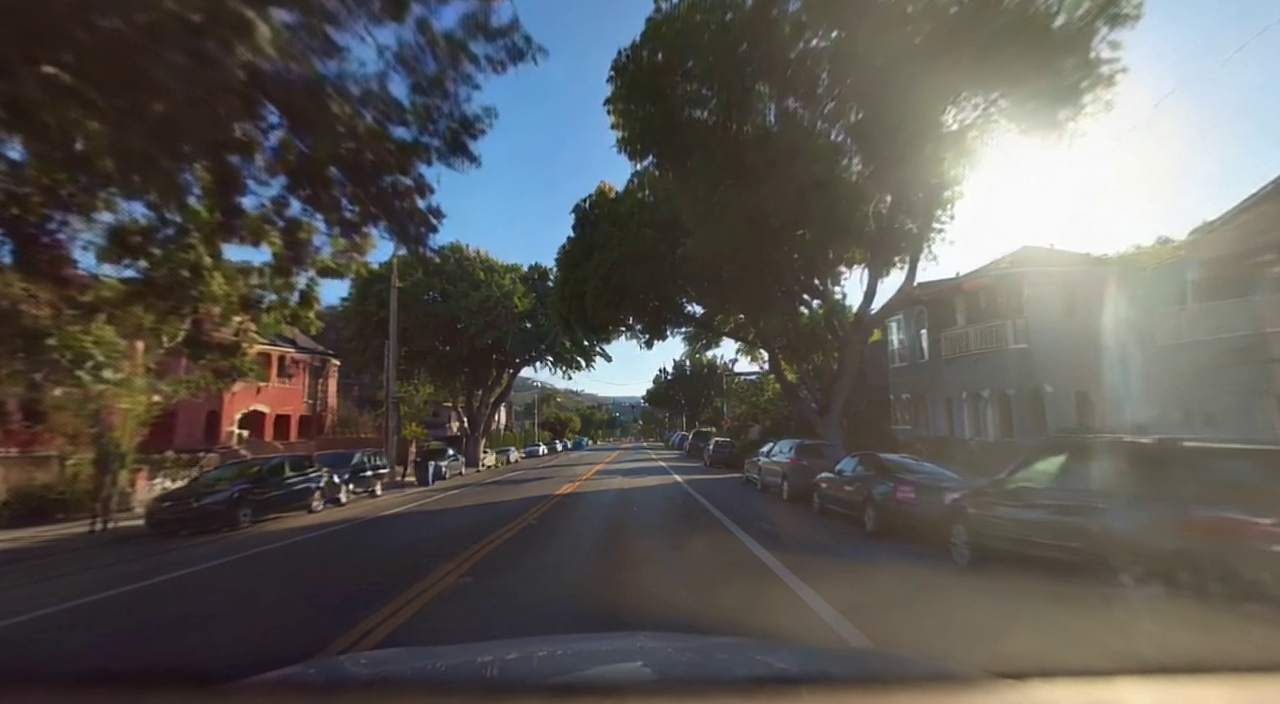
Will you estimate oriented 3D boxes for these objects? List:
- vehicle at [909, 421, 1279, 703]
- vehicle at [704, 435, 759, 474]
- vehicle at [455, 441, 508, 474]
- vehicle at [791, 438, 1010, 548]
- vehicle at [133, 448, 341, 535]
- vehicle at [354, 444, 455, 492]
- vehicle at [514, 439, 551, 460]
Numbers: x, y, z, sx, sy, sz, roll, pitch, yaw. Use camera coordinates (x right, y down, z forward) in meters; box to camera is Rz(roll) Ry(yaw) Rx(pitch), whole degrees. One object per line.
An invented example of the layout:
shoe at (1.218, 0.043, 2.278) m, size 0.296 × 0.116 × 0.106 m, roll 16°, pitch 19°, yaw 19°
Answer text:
vehicle at (4.178, 1.465, 5.533) m, size 1.845 × 1.556 × 3.929 m, roll 0°, pitch -9°, yaw -1°
vehicle at (4.185, 4.771, 29.579) m, size 1.889 × 1.703 × 4.253 m, roll 0°, pitch -9°, yaw -1°
vehicle at (-8.233, 5.483, 33.068) m, size 1.883 × 1.565 × 3.655 m, roll -2°, pitch -8°, yaw -1°
vehicle at (4.075, 2.244, 10.806) m, size 1.748 × 1.471 × 4.305 m, roll 0°, pitch -9°, yaw -3°
vehicle at (-8.098, 2.786, 13.239) m, size 1.852 × 1.482 × 3.916 m, roll -1°, pitch -9°, yaw -2°
vehicle at (-8.211, 4.056, 22.472) m, size 1.875 × 1.498 × 4.395 m, roll -1°, pitch -8°, yaw 0°
vehicle at (-8.324, 7.599, 49.220) m, size 1.981 × 1.505 × 4.359 m, roll -1°, pitch -9°, yaw 2°
